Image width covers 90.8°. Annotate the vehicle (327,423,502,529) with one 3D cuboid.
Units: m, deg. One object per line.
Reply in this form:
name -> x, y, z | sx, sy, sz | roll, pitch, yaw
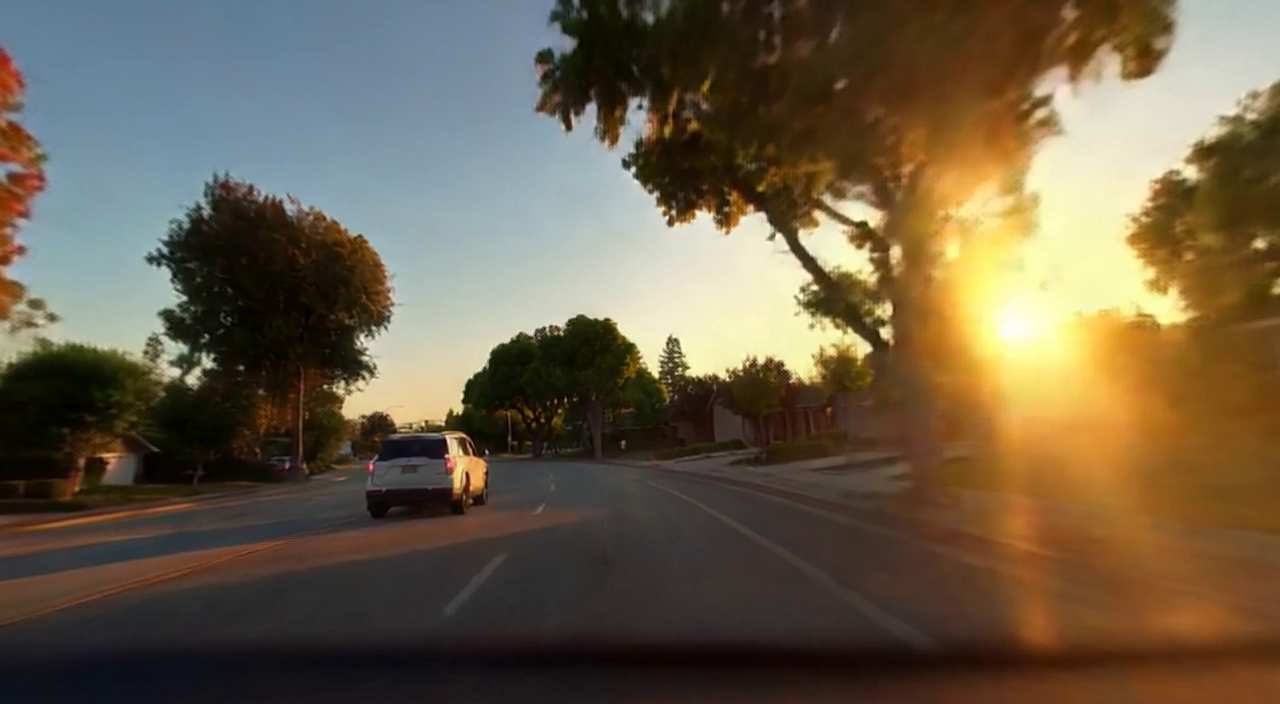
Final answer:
vehicle -> -4.311, 2.428, 12.979 | 2.175, 1.772, 4.442 | 0, -8, -4
